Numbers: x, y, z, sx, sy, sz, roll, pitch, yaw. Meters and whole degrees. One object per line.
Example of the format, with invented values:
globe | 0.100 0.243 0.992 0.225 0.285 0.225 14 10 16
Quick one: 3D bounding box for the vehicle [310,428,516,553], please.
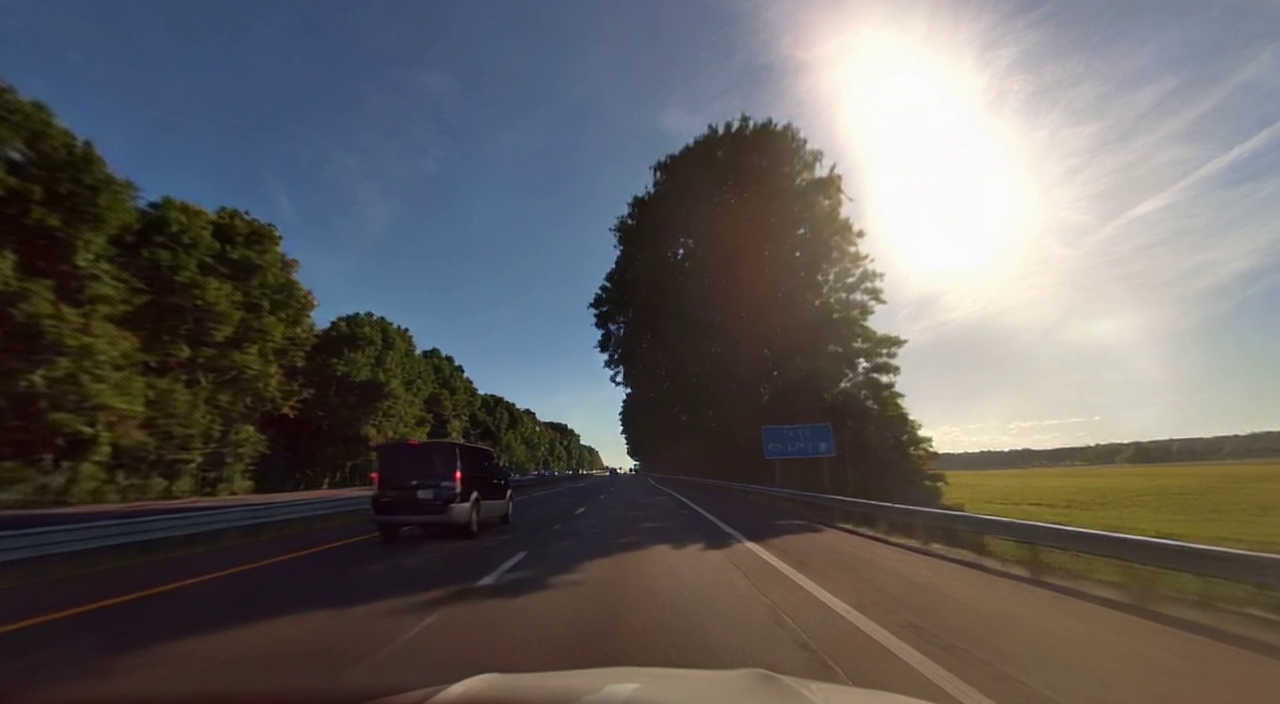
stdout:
vehicle | -3.890 2.524 11.886 2.100 1.824 4.634 1 -11 0
